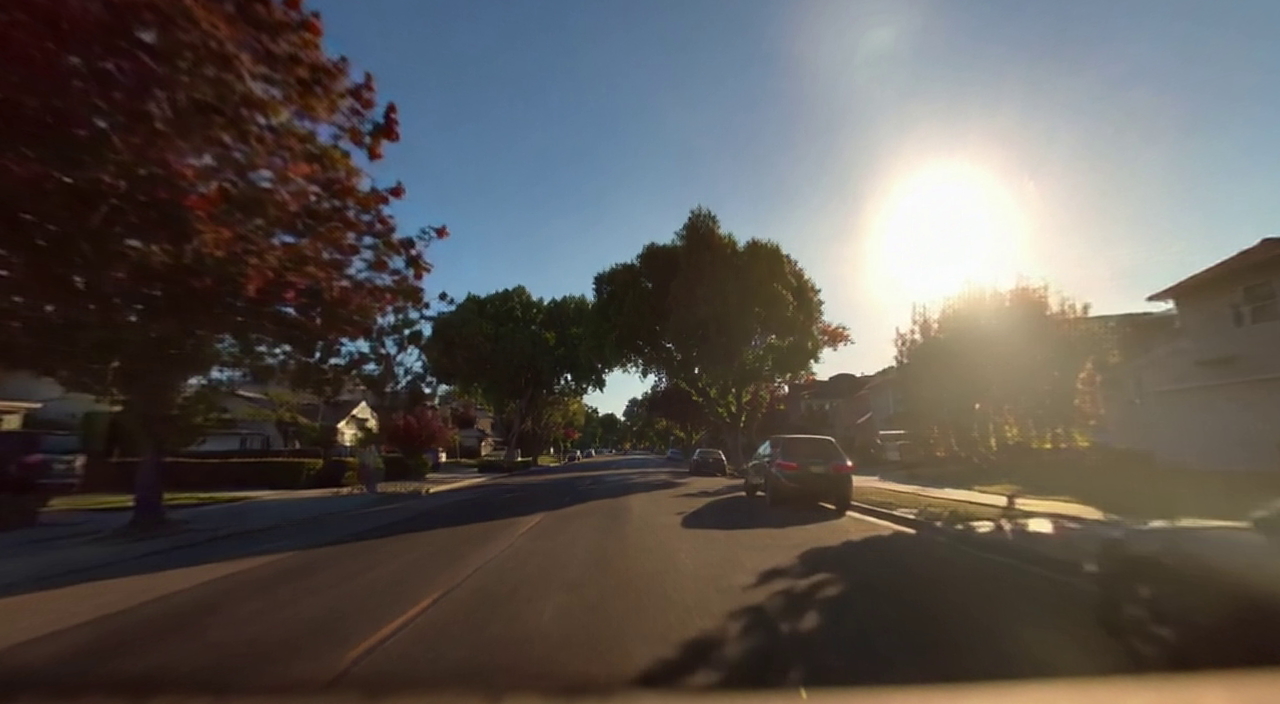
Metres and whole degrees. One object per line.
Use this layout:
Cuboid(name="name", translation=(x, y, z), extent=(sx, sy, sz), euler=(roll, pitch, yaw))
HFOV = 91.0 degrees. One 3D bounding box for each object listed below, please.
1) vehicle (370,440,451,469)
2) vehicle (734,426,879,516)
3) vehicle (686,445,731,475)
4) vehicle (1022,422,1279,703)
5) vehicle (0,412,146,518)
Cuboid(name="vehicle", translation=(-15.742, 7.050, 43.351), extent=(4.882, 1.777, 2.025), euler=(-2, -9, -2))
Cuboid(name="vehicle", translation=(3.737, 2.777, 15.231), extent=(2.039, 1.780, 4.884), euler=(0, -9, -2))
Cuboid(name="vehicle", translation=(3.694, 5.890, 34.714), extent=(1.897, 1.521, 4.835), euler=(0, -9, -1))
Cuboid(name="vehicle", translation=(3.802, 0.988, 2.271), extent=(1.949, 1.505, 4.483), euler=(0, -9, -1))
Cuboid(name="vehicle", translation=(-14.469, 2.406, 13.589), extent=(5.707, 2.050, 2.260), euler=(-1, -9, 2))
